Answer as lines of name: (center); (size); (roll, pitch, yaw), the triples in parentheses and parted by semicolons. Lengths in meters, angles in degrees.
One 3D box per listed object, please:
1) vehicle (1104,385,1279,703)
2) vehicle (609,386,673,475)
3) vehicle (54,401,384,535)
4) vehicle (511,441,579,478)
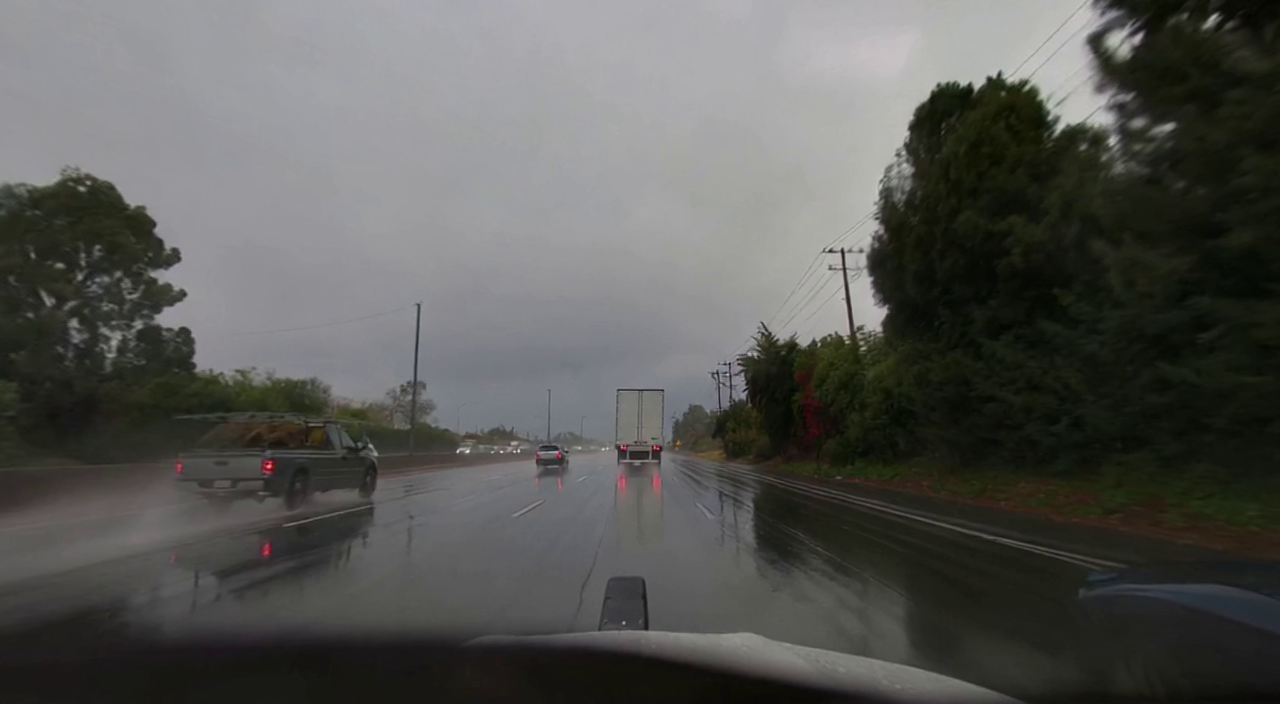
vehicle: (3.452, 0.637, 0.634); (2.118, 1.525, 5.138); (0, -8, 1)
vehicle: (0.080, 4.358, 34.149); (2.879, 4.027, 11.243); (0, -8, 0)
vehicle: (-7.297, 2.105, 12.099); (2.263, 1.936, 5.802); (0, -8, 1)
vehicle: (-4.046, 4.680, 27.779); (2.138, 1.469, 4.677); (0, -8, 2)
